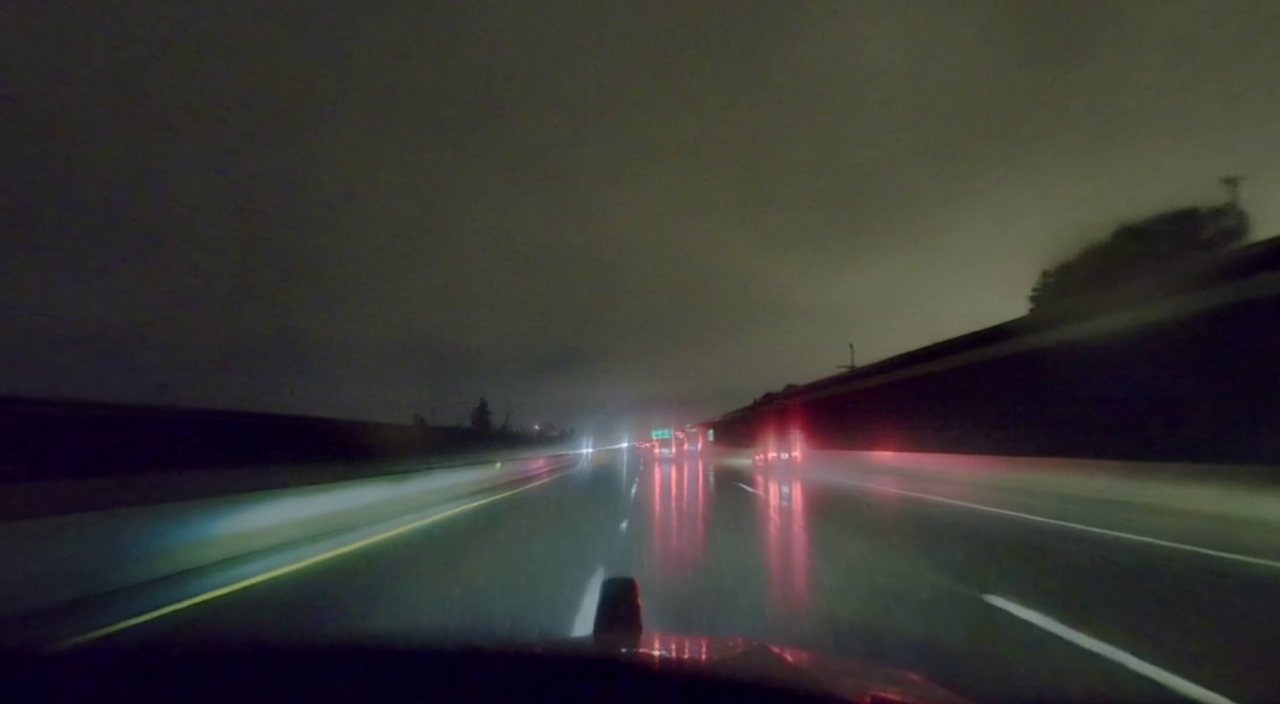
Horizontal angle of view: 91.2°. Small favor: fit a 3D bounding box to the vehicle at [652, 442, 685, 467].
[{"bbox_3d":[1.873,6.915,42.416,1.970,1.560,4.182,0,-9,0],"label":"vehicle"}]
